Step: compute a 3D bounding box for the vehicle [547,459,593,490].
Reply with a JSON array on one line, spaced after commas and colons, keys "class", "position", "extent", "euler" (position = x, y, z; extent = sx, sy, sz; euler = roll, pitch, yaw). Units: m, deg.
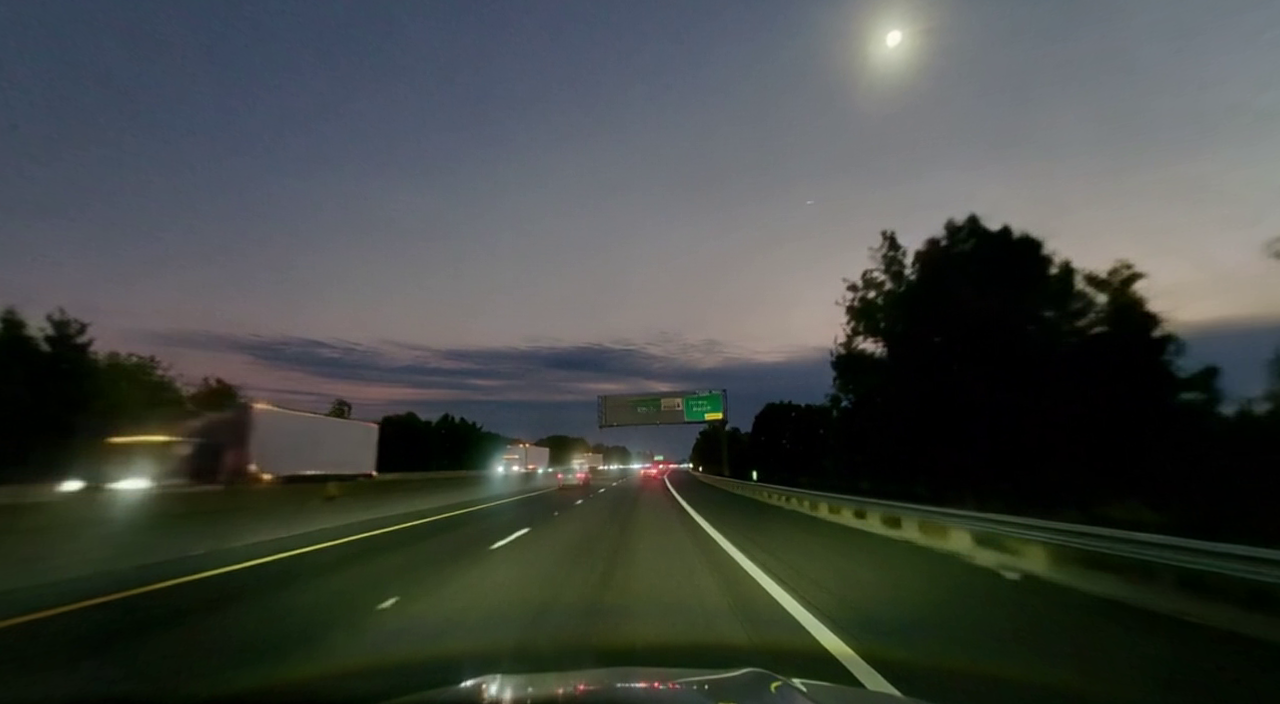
[{"class": "vehicle", "position": [-4.226, 7.523, 38.775], "extent": [2.160, 1.721, 4.368], "euler": [1, -11, 2]}]

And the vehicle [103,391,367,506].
[{"class": "vehicle", "position": [-17.498, 4.722, 29.591], "extent": [2.862, 4.065, 14.159], "euler": [1, -11, 0]}]
